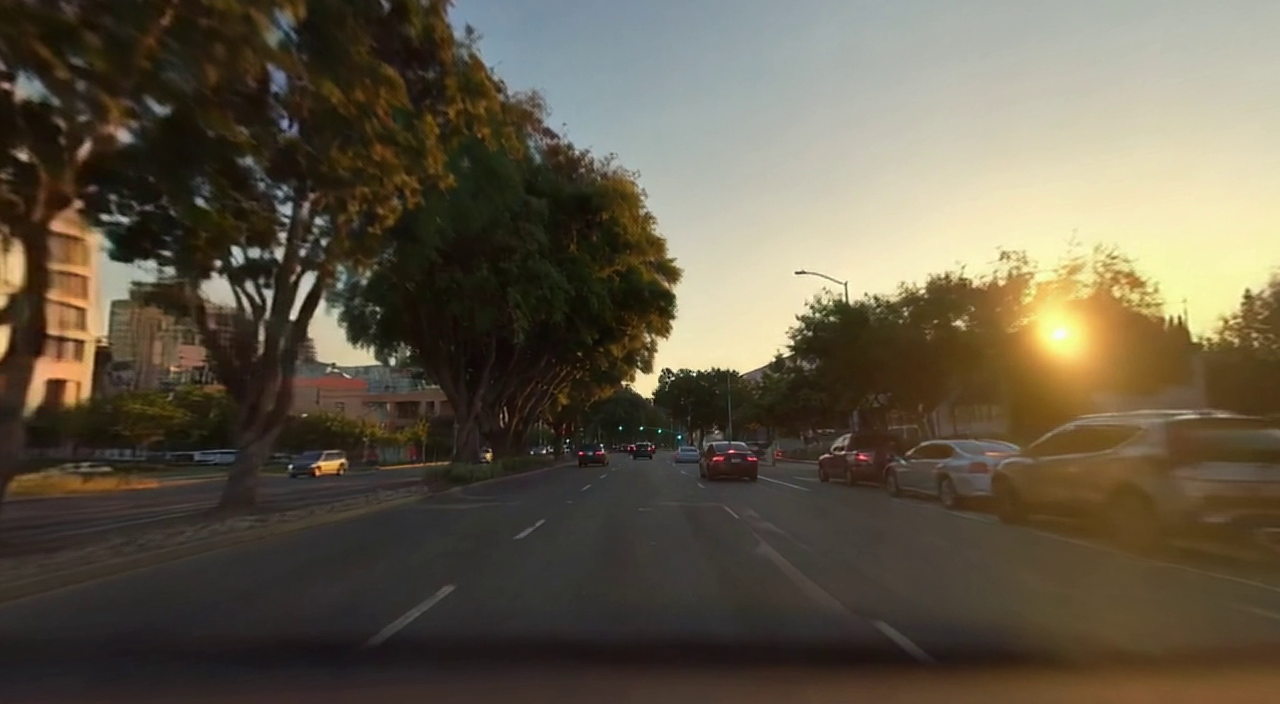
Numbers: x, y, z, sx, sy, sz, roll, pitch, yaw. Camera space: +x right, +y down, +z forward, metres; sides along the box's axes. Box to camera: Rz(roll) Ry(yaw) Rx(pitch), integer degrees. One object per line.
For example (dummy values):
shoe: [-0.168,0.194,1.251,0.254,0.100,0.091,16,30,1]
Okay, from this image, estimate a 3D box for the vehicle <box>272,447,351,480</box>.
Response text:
vehicle: [-18.956,6.408,36.602,2.022,1.735,4.695,0,-8,0]

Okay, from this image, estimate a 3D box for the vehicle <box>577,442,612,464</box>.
vehicle: [-3.104,7.024,44.059,2.082,1.467,4.379,0,-8,1]

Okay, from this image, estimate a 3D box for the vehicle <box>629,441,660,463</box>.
vehicle: [0.343,7.017,44.303,2.101,1.480,3.929,0,-8,1]

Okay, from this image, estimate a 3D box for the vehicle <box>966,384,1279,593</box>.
vehicle: [6.667,1.595,8.276,2.215,1.909,4.875,0,-8,1]

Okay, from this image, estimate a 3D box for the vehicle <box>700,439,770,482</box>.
vehicle: [3.510,4.086,24.132,1.990,1.486,4.431,0,-8,0]

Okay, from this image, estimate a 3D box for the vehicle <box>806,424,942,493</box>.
vehicle: [7.102,3.310,19.999,2.087,1.823,5.906,0,-8,1]
